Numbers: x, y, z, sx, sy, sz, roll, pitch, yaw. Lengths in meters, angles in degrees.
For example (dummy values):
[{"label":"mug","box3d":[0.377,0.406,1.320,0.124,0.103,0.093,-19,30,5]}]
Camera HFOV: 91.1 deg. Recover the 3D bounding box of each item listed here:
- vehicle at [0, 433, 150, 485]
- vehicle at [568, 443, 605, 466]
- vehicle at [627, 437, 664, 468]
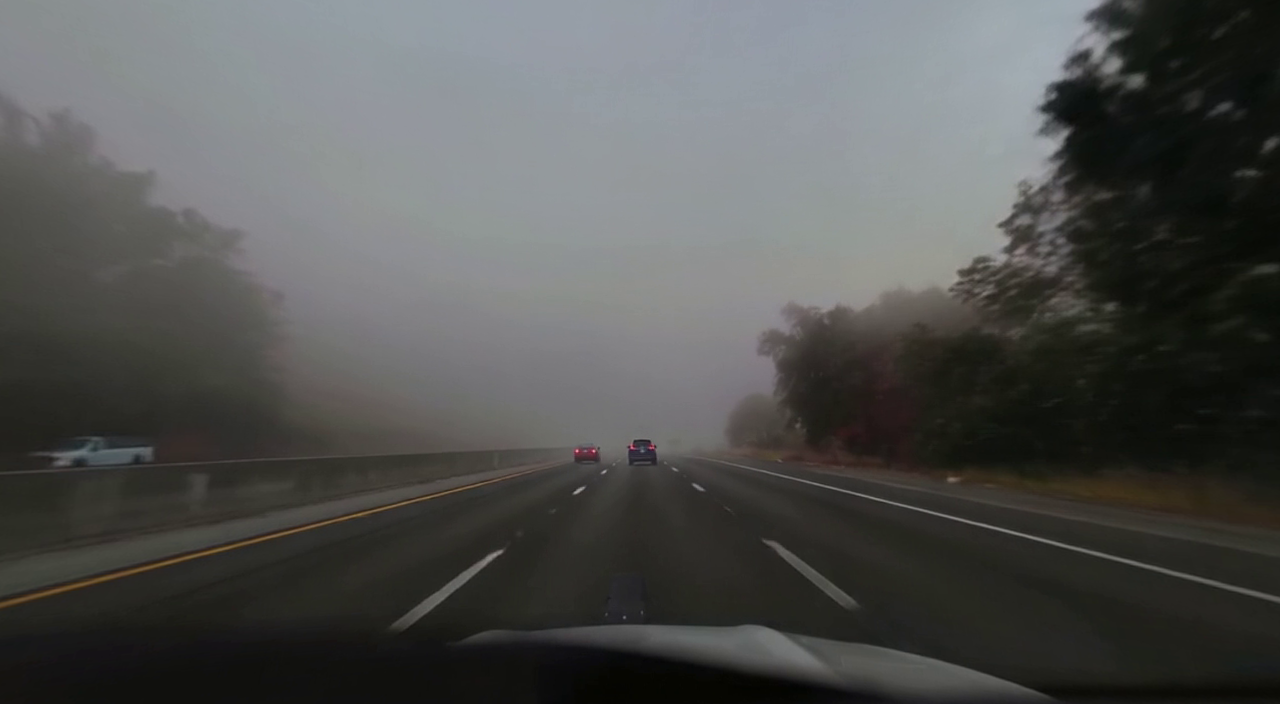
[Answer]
[{"label":"vehicle","box3d":[-21.268,3.994,23.749,1.839,1.745,4.411,0,-9,0]},{"label":"vehicle","box3d":[-3.593,7.022,43.058,2.082,1.485,4.237,0,-9,1]},{"label":"vehicle","box3d":[0.344,6.402,40.323,2.272,1.836,4.866,0,-9,0]}]
